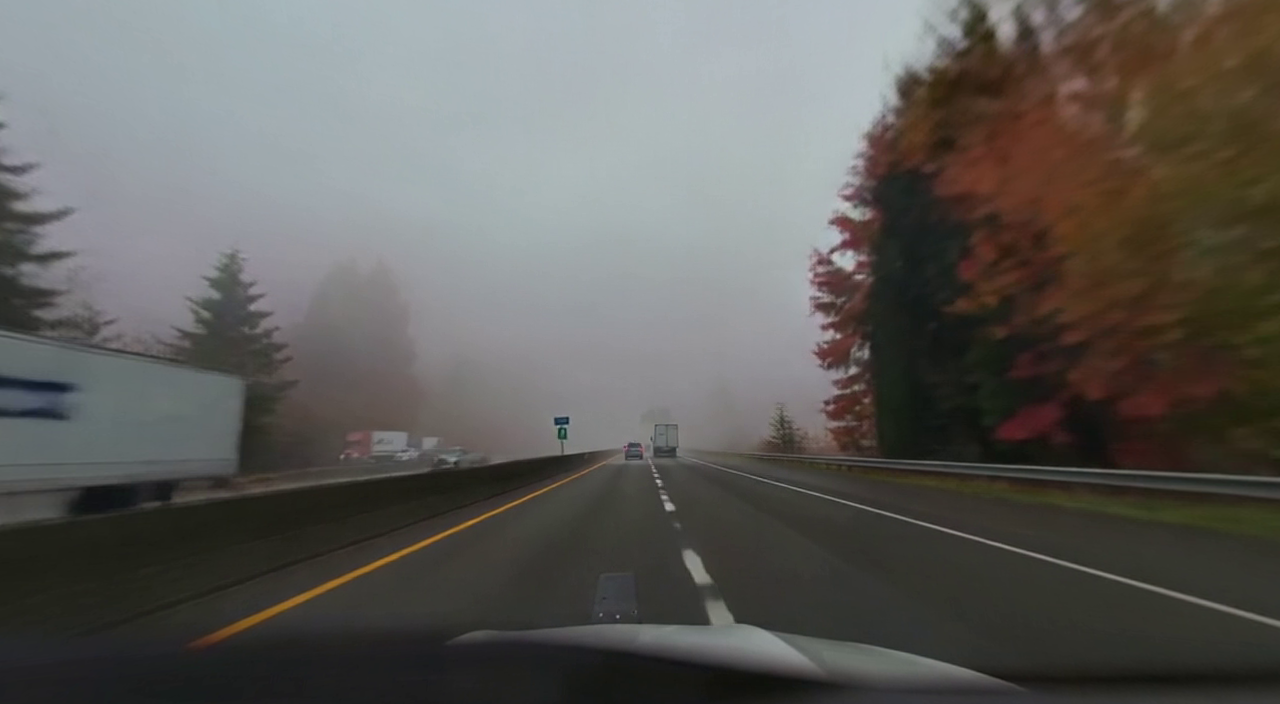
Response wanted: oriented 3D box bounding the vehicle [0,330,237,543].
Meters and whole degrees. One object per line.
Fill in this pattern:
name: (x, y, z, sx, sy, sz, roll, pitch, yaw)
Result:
vehicle: (-14.079, 1.653, 12.204, 3.063, 4.134, 14.156, 0, -9, 0)
